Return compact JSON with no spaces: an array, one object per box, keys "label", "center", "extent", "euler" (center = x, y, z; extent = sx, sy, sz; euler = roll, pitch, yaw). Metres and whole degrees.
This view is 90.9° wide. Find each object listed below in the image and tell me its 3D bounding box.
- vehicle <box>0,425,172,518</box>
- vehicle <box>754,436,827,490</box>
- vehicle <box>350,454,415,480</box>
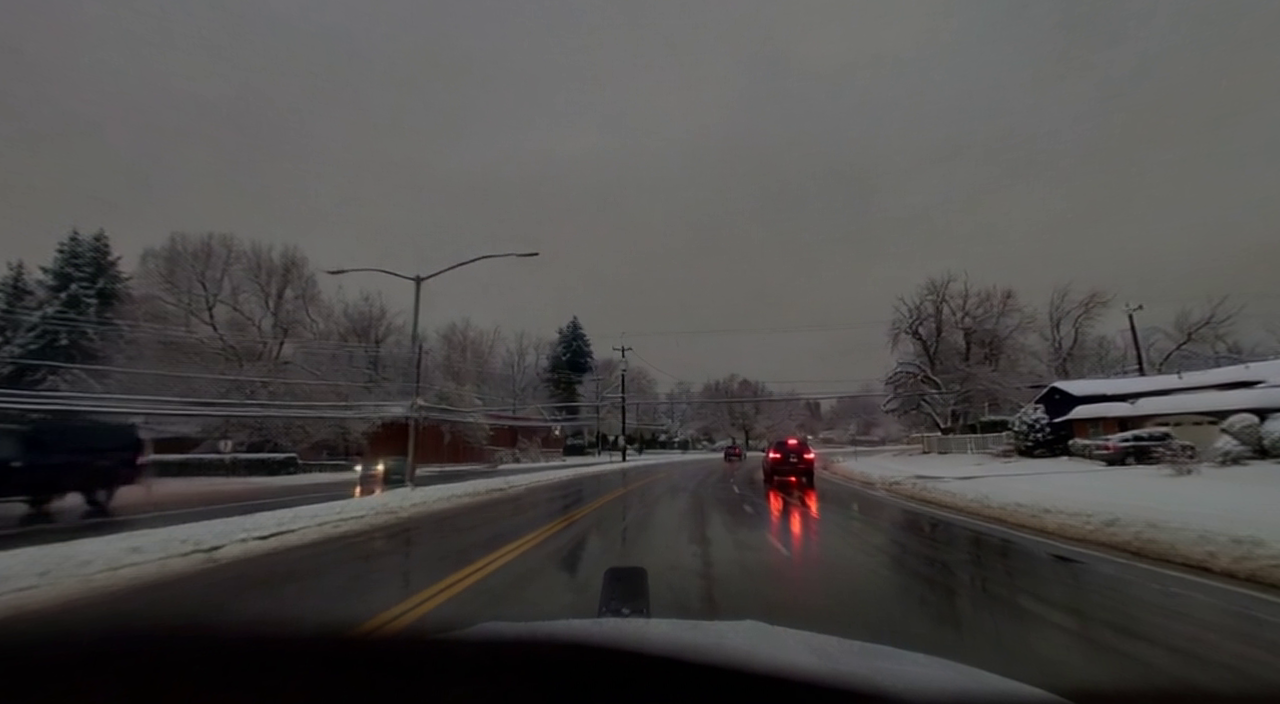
[{"label":"vehicle","center":[-15.224,2.883,15.584],"extent":[2.555,2.009,6.050],"euler":[0,-9,1]},{"label":"vehicle","center":[5.643,4.203,24.210],"extent":[2.141,1.833,4.704],"euler":[-1,-9,6]},{"label":"vehicle","center":[-16.041,7.155,39.504],"extent":[1.828,1.497,3.858],"euler":[-2,-9,12]}]
